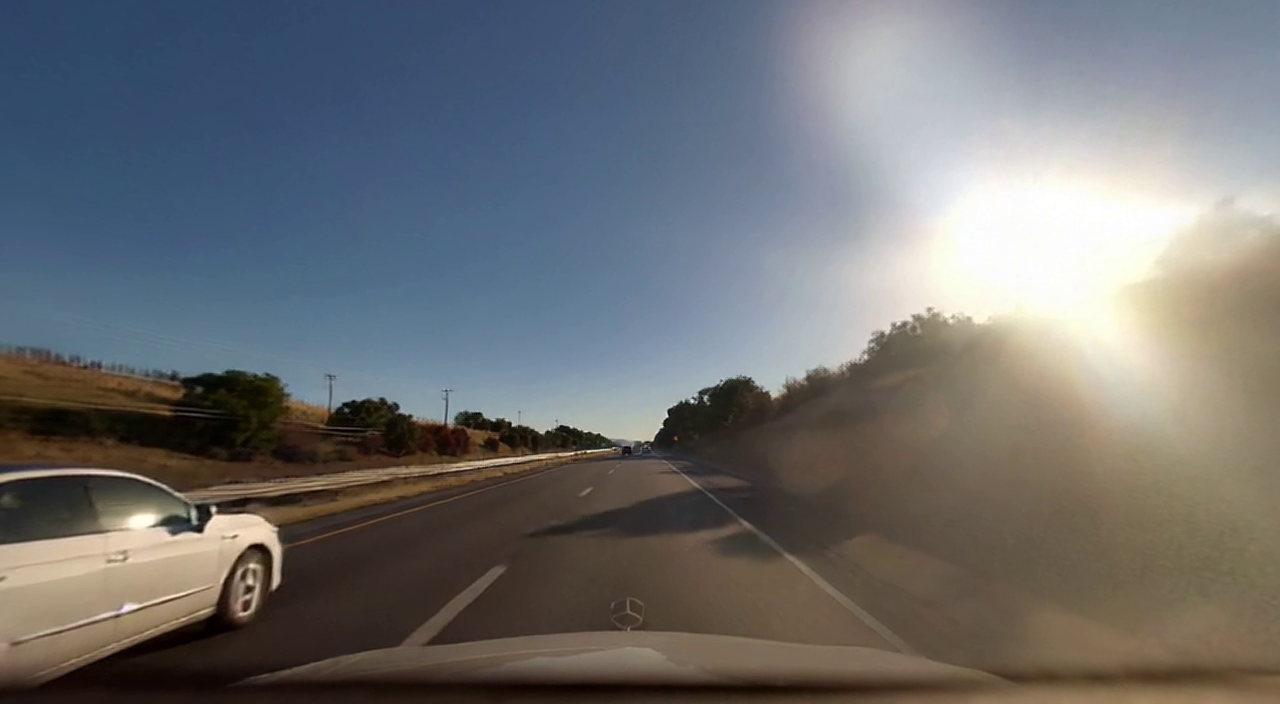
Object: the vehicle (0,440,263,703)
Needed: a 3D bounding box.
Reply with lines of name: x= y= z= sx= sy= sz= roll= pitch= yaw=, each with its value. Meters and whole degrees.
vehicle: x=-3.685 y=0.966 z=2.072 sx=2.096 sy=1.343 sz=4.503 roll=0 pitch=-8 yaw=0
